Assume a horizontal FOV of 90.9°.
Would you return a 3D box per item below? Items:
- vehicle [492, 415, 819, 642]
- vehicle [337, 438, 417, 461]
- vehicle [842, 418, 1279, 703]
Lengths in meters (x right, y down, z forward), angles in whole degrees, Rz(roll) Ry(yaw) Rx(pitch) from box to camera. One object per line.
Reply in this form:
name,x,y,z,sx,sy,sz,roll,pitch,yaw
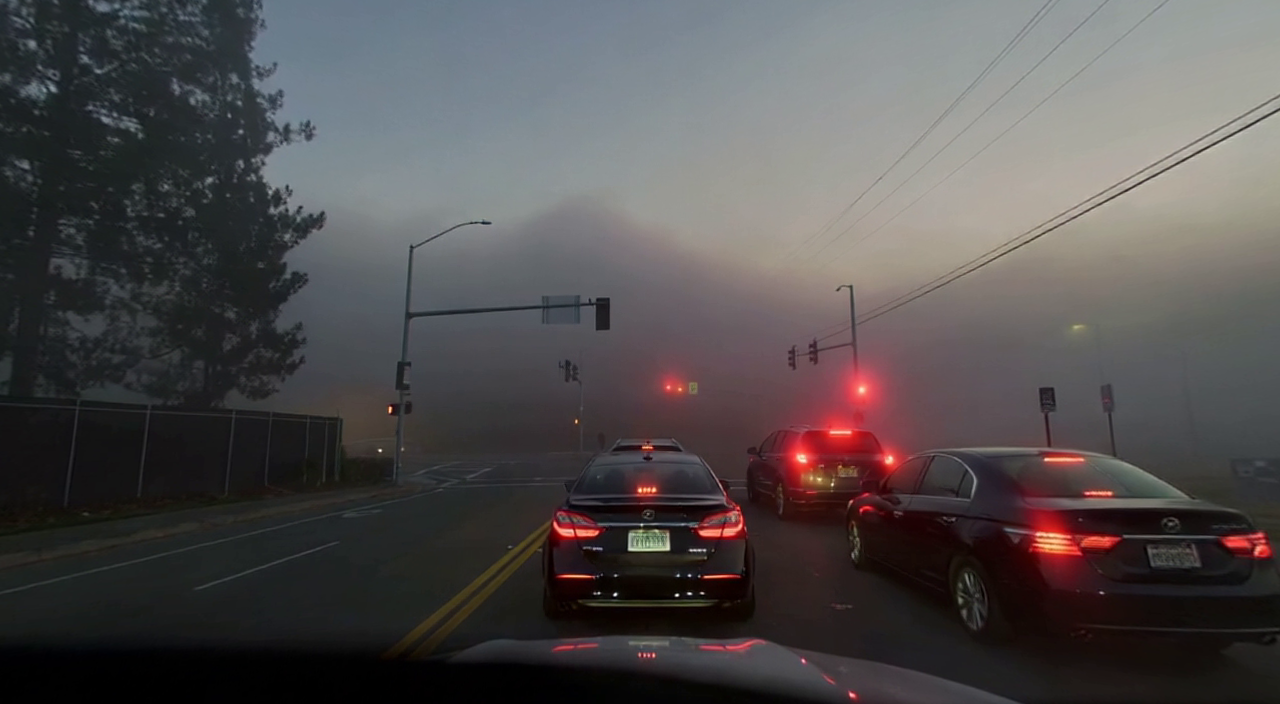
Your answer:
vehicle,0.072,1.496,6.441,2.170,1.497,4.369,0,-8,-1
vehicle,-17.242,6.411,41.462,4.406,1.458,1.892,-1,-8,7
vehicle,3.084,1.244,4.142,2.027,1.432,4.431,0,-8,0
